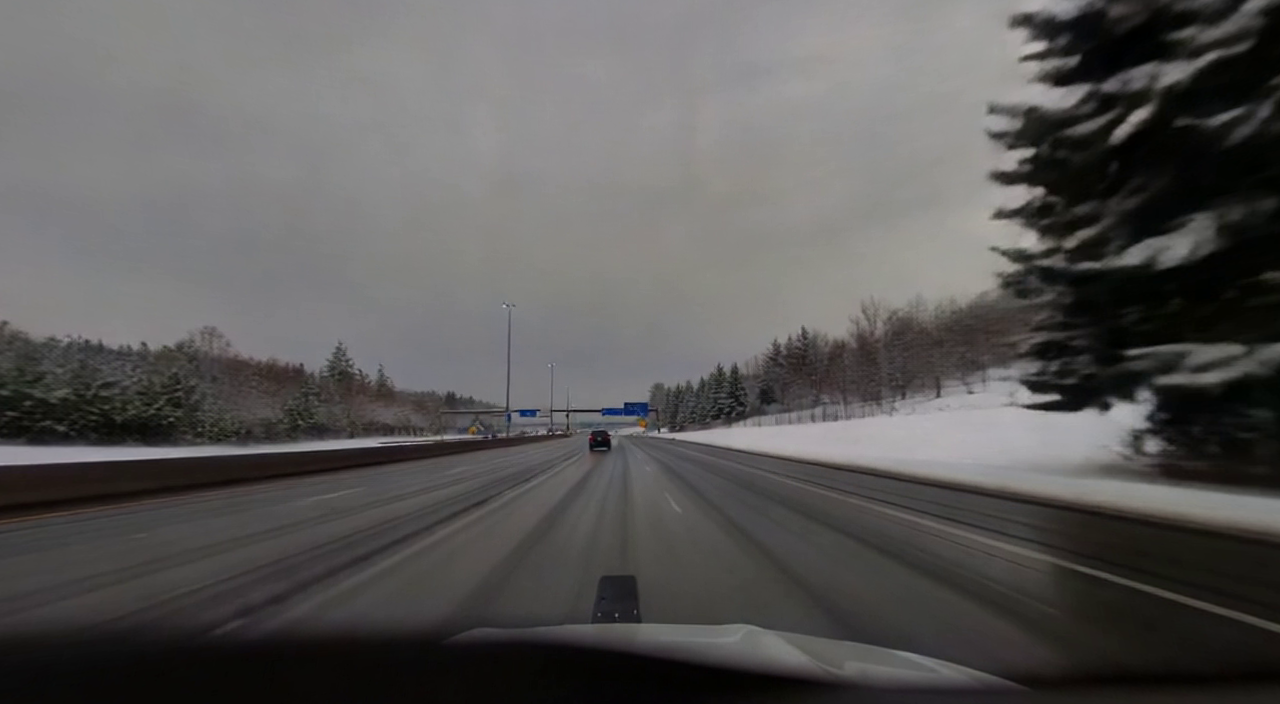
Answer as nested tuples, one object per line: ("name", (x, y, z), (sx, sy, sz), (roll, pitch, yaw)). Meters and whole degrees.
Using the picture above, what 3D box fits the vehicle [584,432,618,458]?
("vehicle", (-2.405, 5.792, 39.381), (2.000, 1.491, 3.913), (0, -7, -3))
